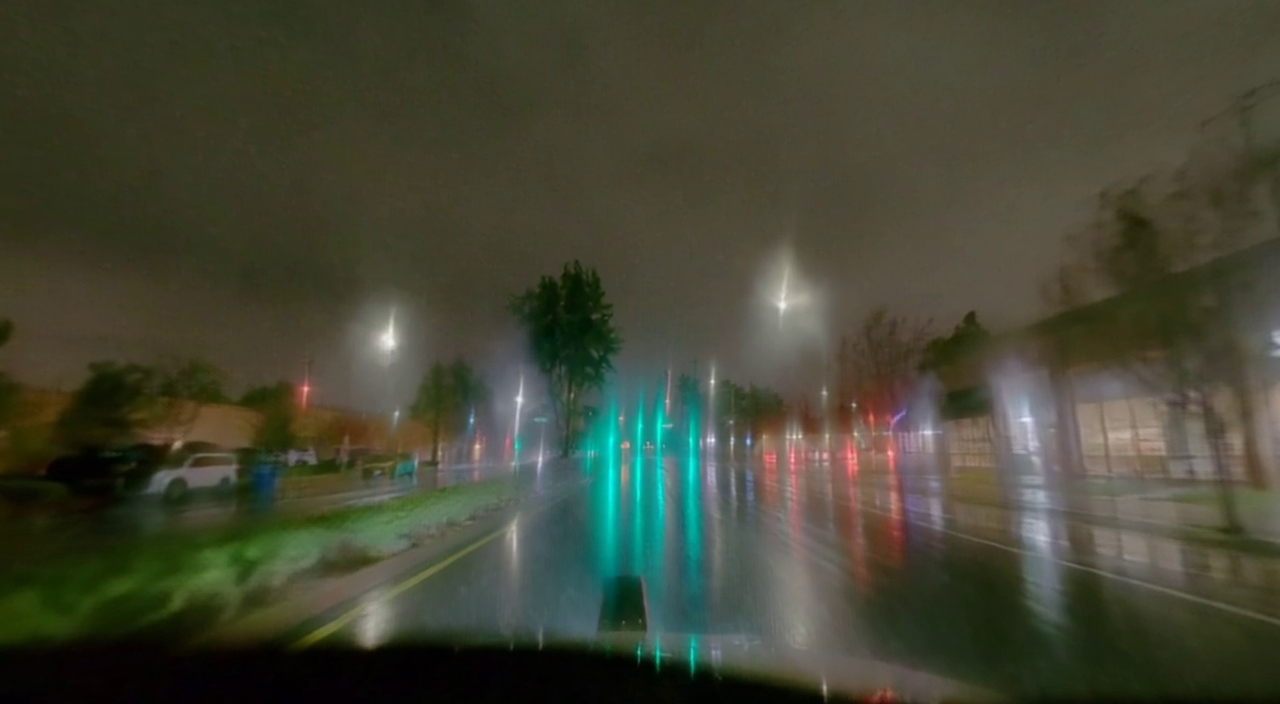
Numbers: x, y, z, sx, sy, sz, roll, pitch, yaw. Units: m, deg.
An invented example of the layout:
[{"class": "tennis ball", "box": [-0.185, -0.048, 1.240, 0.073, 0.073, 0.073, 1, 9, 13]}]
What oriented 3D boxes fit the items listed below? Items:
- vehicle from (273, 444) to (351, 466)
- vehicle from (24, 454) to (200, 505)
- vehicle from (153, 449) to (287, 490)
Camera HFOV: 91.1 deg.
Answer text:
[{"class": "vehicle", "box": [-25.737, 8.063, 49.362, 4.946, 1.656, 2.016, 1, -9, -4]}, {"class": "vehicle", "box": [-18.873, 4.526, 22.819, 2.034, 1.562, 4.828, 0, -9, 3]}, {"class": "vehicle", "box": [-18.775, 5.246, 28.515, 2.177, 1.656, 5.516, 0, -9, 2]}]
